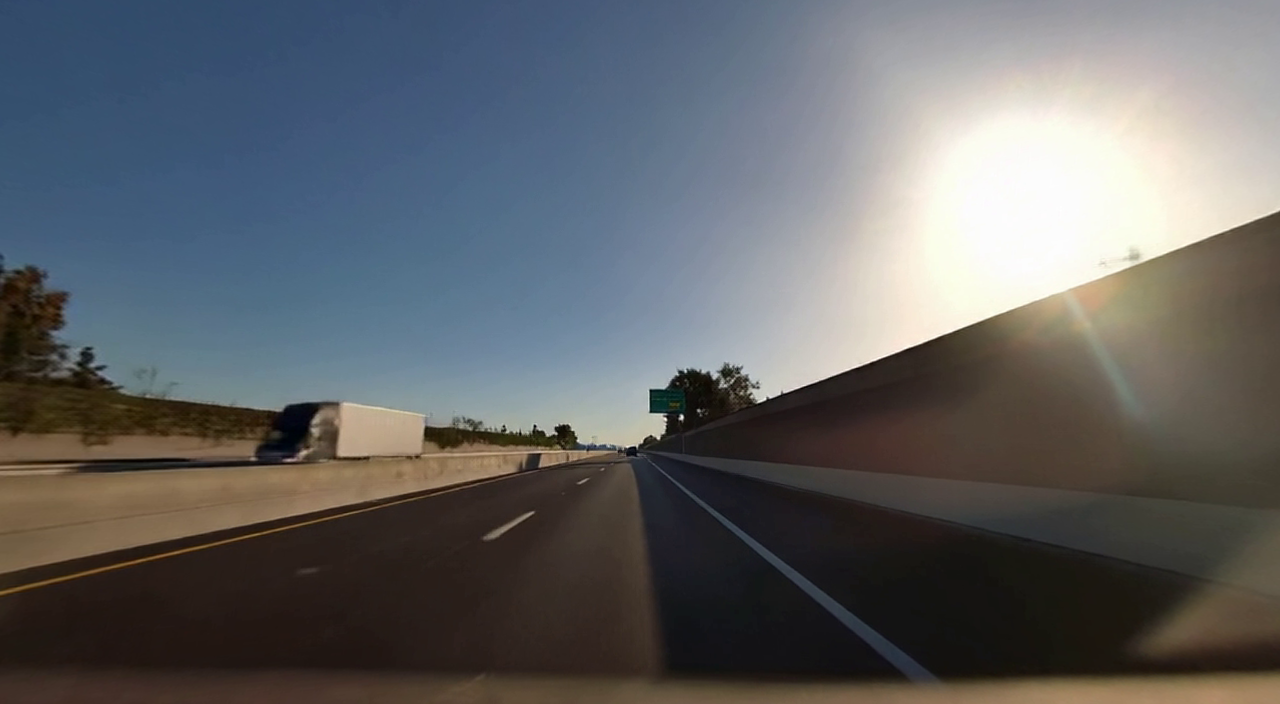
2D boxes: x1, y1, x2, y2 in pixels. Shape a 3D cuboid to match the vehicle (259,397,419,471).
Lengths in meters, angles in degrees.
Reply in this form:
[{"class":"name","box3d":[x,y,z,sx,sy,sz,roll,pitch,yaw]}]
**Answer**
[{"class":"vehicle","box3d":[-17.406,5.168,38.340,2.816,3.631,14.591,0,-9,-1]}]
